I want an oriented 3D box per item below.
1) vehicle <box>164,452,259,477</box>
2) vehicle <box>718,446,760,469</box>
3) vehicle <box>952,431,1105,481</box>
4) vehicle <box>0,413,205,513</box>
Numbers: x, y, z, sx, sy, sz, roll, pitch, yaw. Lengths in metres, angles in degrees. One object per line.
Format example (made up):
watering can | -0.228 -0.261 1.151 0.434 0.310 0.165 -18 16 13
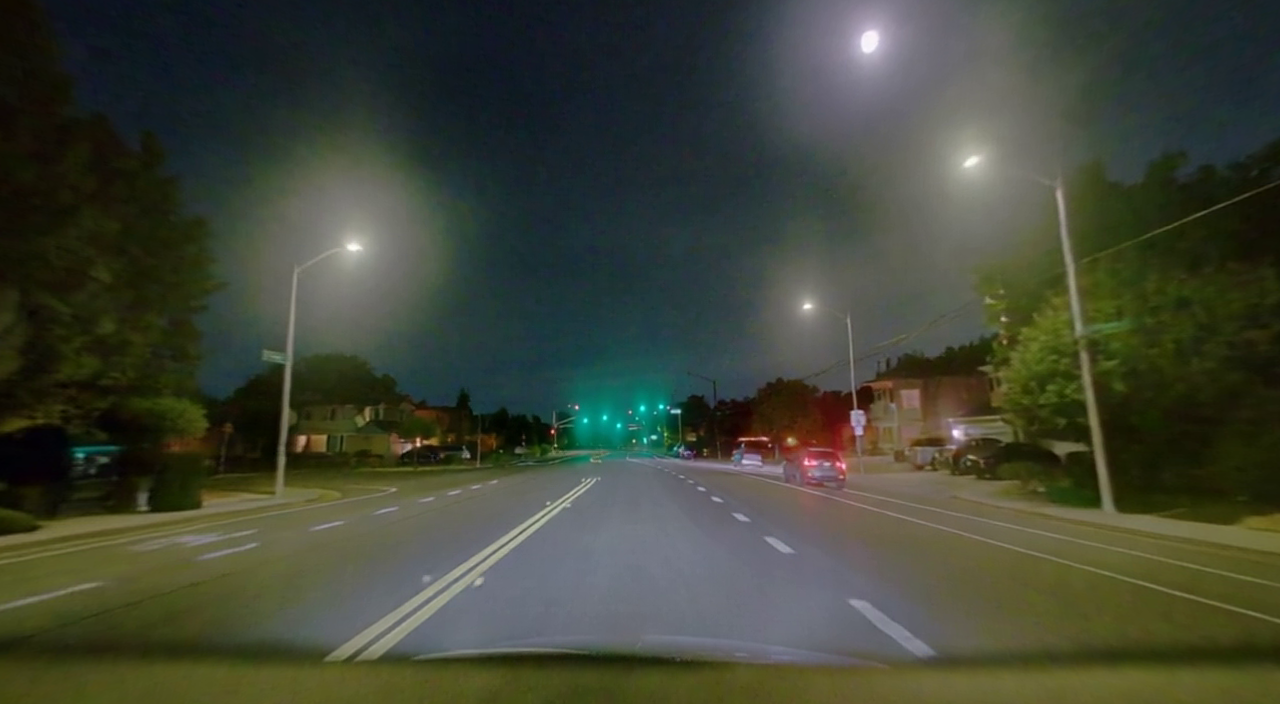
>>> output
vehicle | -27.244 7.127 40.255 4.600 1.468 1.869 0 -8 -3
vehicle | 7.116 7.620 45.757 1.951 1.528 4.366 1 -8 -6
vehicle | 15.576 4.151 25.525 4.739 1.667 1.998 -3 -7 0
vehicle | -15.566 2.927 17.298 2.653 2.232 6.273 0 -8 2
